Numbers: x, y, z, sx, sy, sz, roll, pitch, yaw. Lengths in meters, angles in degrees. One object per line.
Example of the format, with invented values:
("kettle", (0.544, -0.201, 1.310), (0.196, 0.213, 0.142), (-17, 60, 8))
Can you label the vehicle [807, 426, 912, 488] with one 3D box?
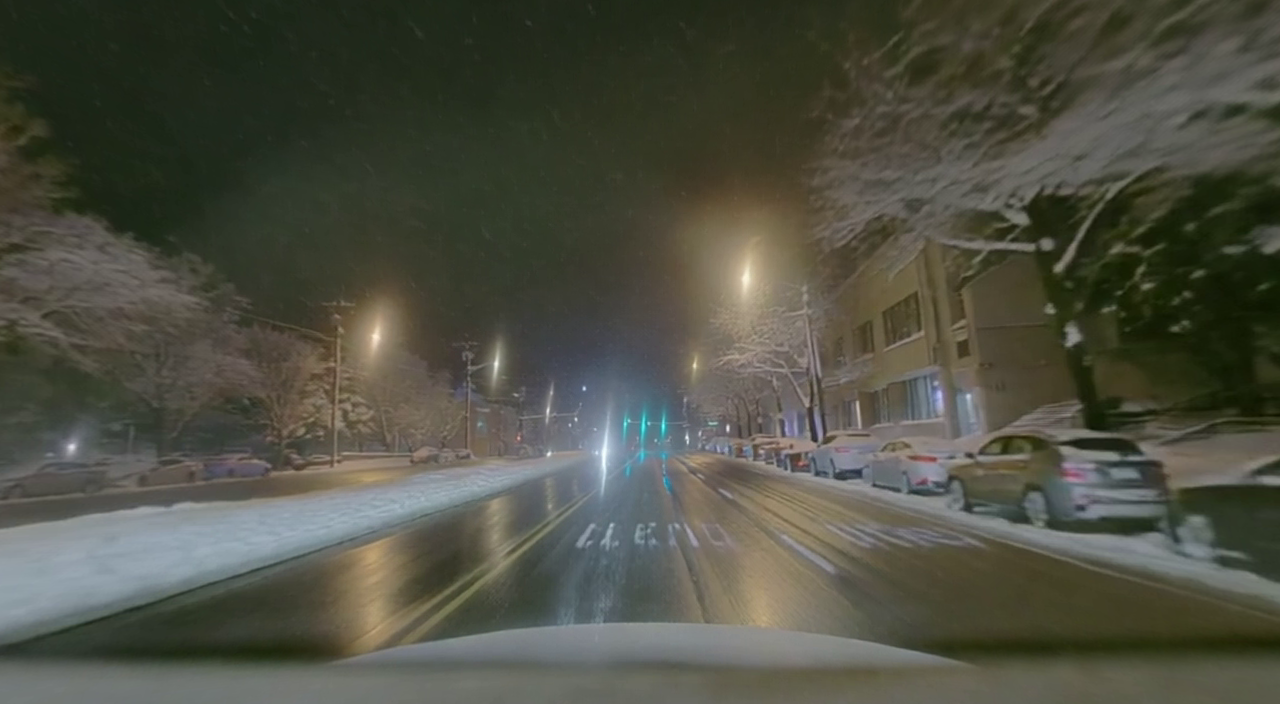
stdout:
("vehicle", (7.380, 3.592, 21.801), (1.974, 1.876, 4.842), (-1, -8, 2))

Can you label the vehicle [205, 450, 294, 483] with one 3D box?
("vehicle", (-21.633, 6.328, 35.169), (1.936, 1.538, 4.777), (-4, -8, 0))

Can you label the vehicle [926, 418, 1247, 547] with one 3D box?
("vehicle", (7.091, 2.110, 10.968), (1.963, 1.701, 5.028), (0, -8, 1))

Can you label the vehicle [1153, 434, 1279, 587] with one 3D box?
("vehicle", (7.124, 1.417, 5.319), (1.788, 1.475, 4.493), (0, -8, 0))

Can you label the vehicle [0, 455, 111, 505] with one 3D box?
("vehicle", (-22.080, 4.645, 22.897), (1.990, 1.525, 4.387), (-7, -9, 1))

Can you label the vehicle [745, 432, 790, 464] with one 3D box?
("vehicle", (7.891, 5.998, 39.441), (1.908, 1.833, 4.711), (0, -8, 1))

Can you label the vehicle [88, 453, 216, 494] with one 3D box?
("vehicle", (-21.779, 5.420, 28.480), (1.827, 1.518, 4.870), (-3, -8, 2))
